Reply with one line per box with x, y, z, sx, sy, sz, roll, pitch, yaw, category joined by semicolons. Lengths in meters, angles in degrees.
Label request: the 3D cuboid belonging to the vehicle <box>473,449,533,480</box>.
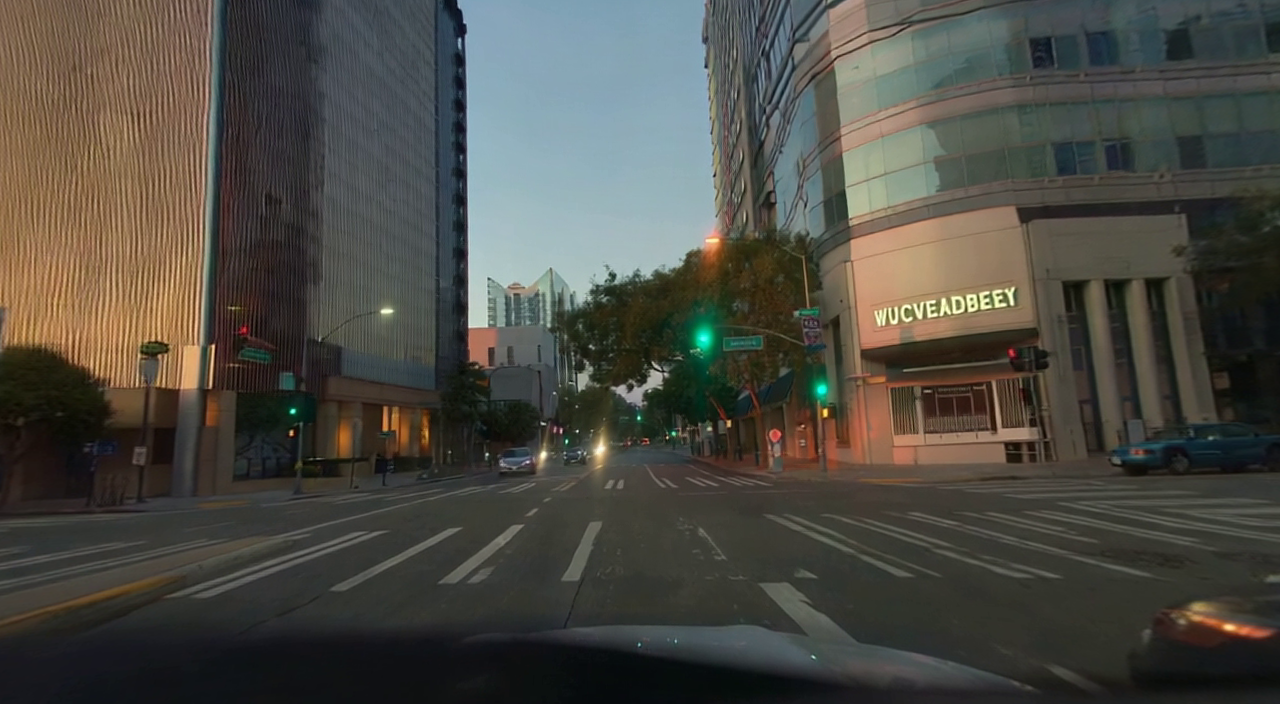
-6.965;5.766;32.574;1.893;1.451;4.276;-1;-9;3;vehicle

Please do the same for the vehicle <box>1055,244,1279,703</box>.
2.601;0.417;0.114;2.058;1.793;4.429;0;-9;1;vehicle
